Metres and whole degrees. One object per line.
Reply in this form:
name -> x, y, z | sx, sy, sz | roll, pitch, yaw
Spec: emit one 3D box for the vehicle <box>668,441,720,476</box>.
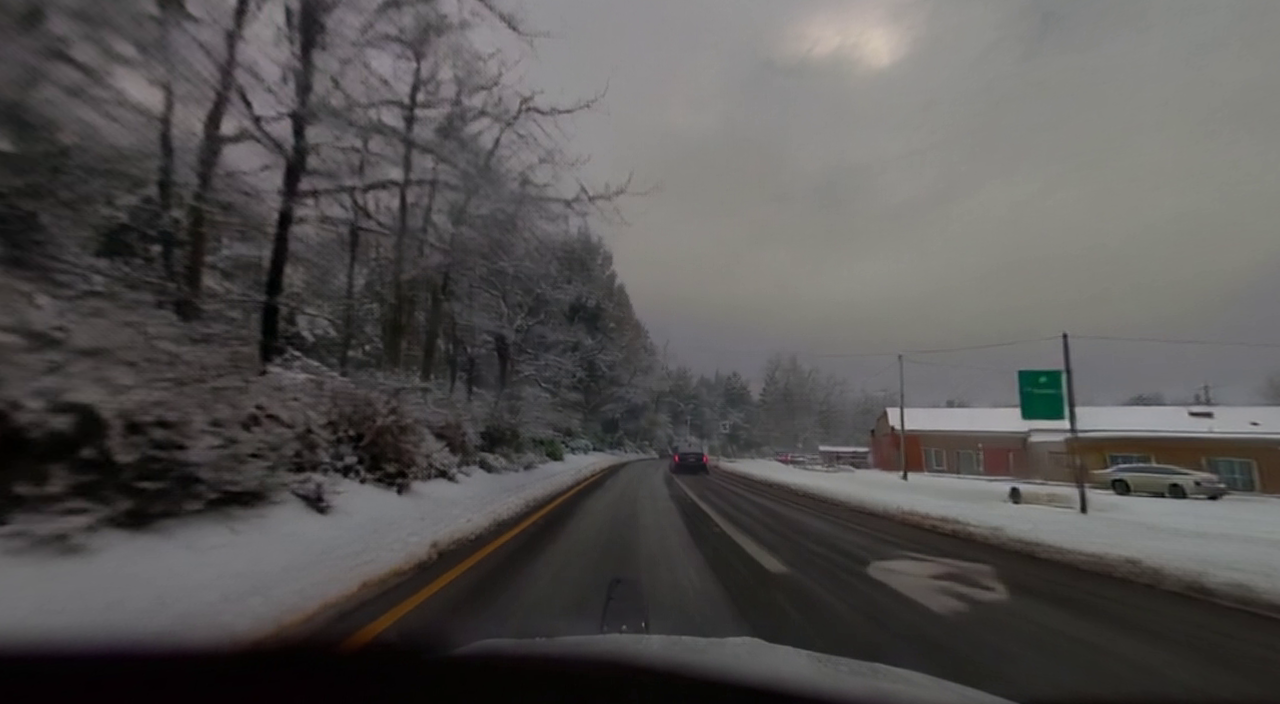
vehicle -> 2.382, 4.818, 28.800 | 1.956, 1.473, 4.640 | 0, -8, 0
